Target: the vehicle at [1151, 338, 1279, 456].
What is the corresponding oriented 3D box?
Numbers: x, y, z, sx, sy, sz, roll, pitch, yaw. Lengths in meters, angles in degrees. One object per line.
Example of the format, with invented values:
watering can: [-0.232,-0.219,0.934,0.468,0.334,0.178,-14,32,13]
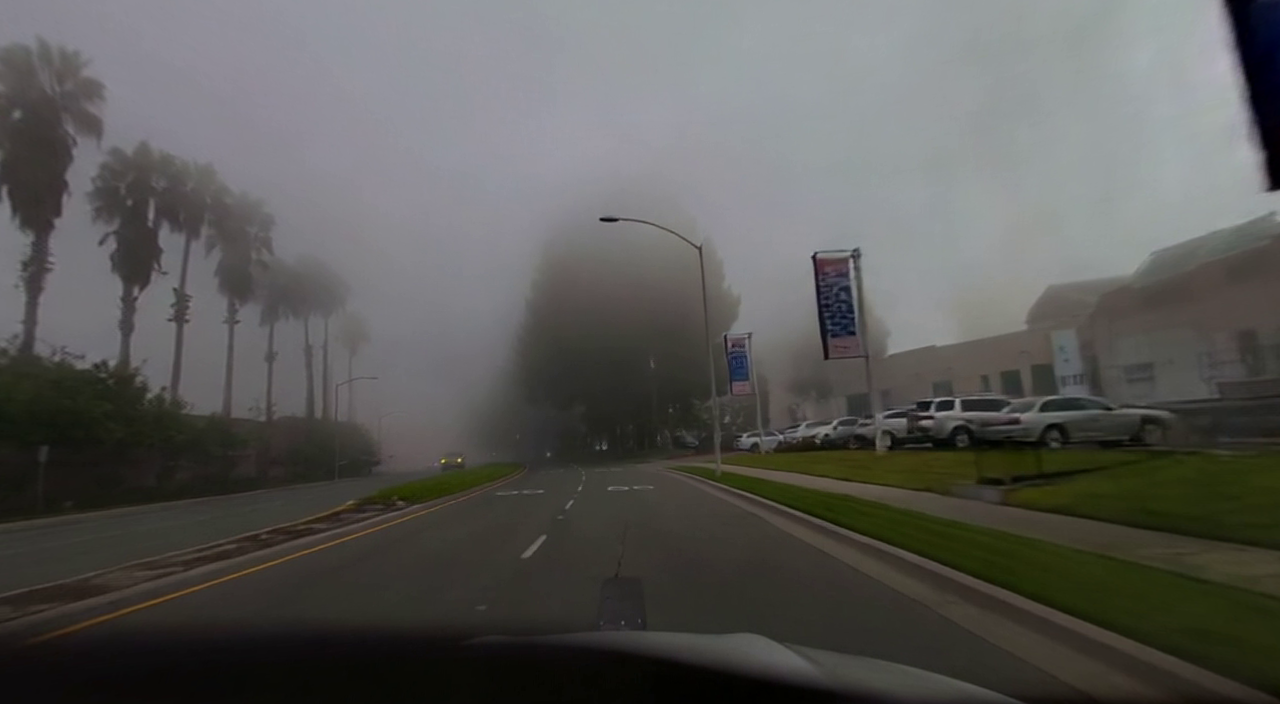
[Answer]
vehicle: [11.138,0.548,9.922,3.942,1.660,2.263,-7,-8,2]
